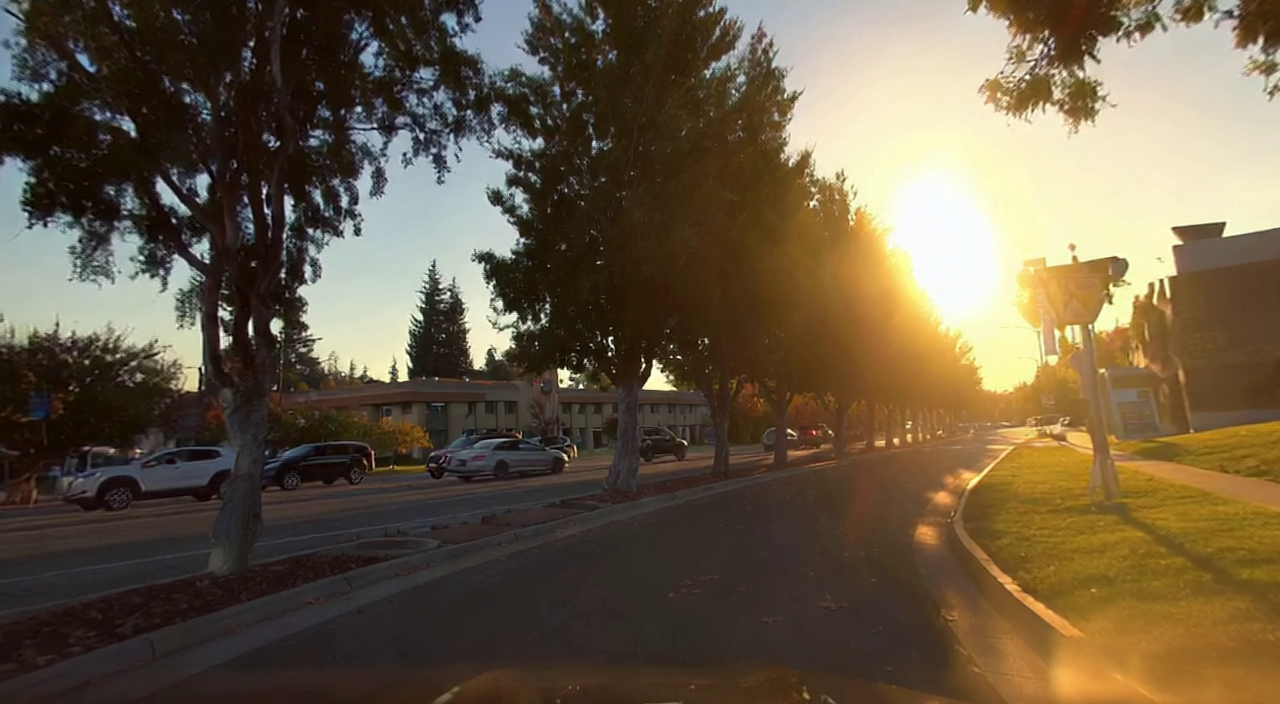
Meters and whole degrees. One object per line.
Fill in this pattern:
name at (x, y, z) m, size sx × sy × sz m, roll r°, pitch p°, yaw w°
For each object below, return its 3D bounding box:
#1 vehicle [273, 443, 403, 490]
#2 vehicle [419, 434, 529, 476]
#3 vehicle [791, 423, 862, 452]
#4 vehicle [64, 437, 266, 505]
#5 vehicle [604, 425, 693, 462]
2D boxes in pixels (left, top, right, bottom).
vehicle at (-12.307, 4.618, 26.000) m, size 1.904 × 1.719 × 4.326 m, roll -6°, pitch -10°, yaw 37°
vehicle at (-8.213, 5.098, 31.732) m, size 2.134 × 1.924 × 4.911 m, roll -7°, pitch -10°, yaw 41°
vehicle at (11.514, 5.243, 38.747) m, size 1.949 × 1.640 × 5.372 m, roll -7°, pitch -10°, yaw 42°
vehicle at (-15.756, 3.906, 21.270) m, size 2.294 × 2.000 × 4.788 m, roll -7°, pitch -10°, yaw 33°
vehicle at (0.598, 5.047, 35.029) m, size 2.195 × 1.909 × 5.353 m, roll -5°, pitch -10°, yaw 37°
